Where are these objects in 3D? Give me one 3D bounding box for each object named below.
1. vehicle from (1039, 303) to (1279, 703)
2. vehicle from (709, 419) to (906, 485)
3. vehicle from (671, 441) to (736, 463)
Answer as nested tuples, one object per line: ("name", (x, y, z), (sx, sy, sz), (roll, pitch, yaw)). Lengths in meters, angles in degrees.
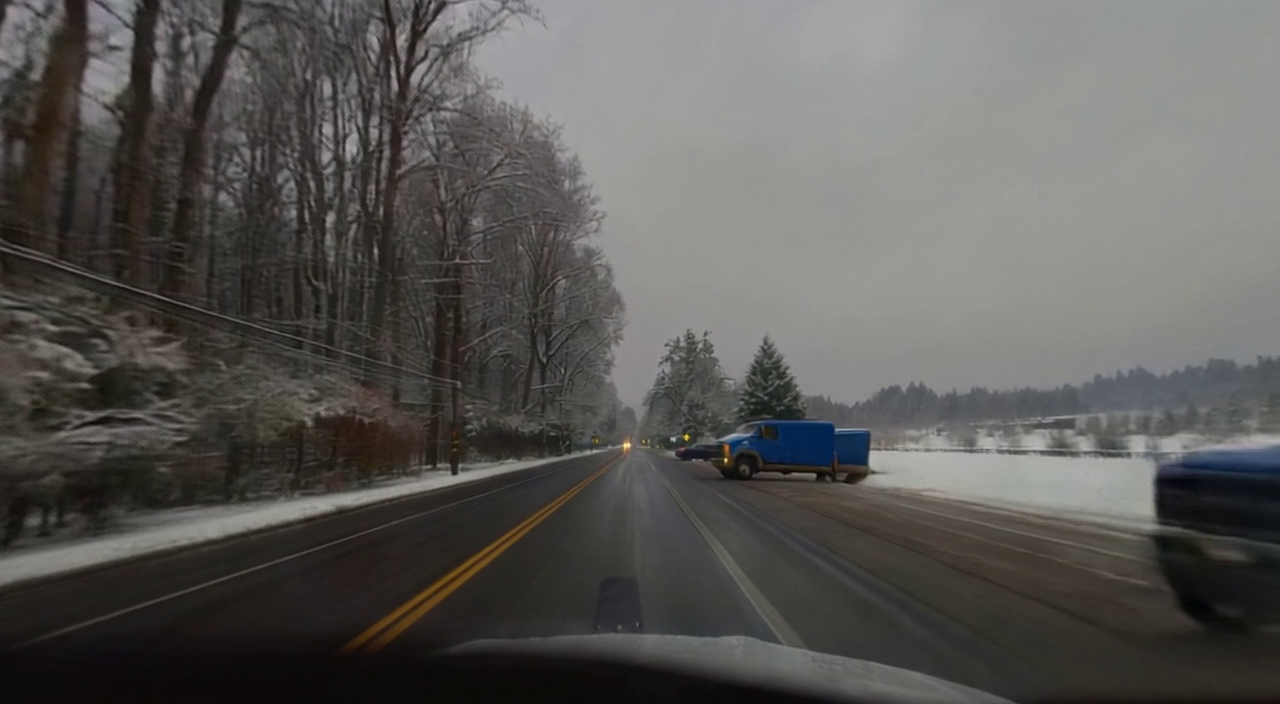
("vehicle", (6.000, 0.866, 3.533), (5.797, 2.070, 2.502), (0, -8, -1))
("vehicle", (6.164, 3.766, 24.027), (6.645, 2.298, 2.763), (0, -8, -3))
("vehicle", (4.975, 7.874, 49.734), (4.791, 1.706, 1.963), (1, -8, -5))
